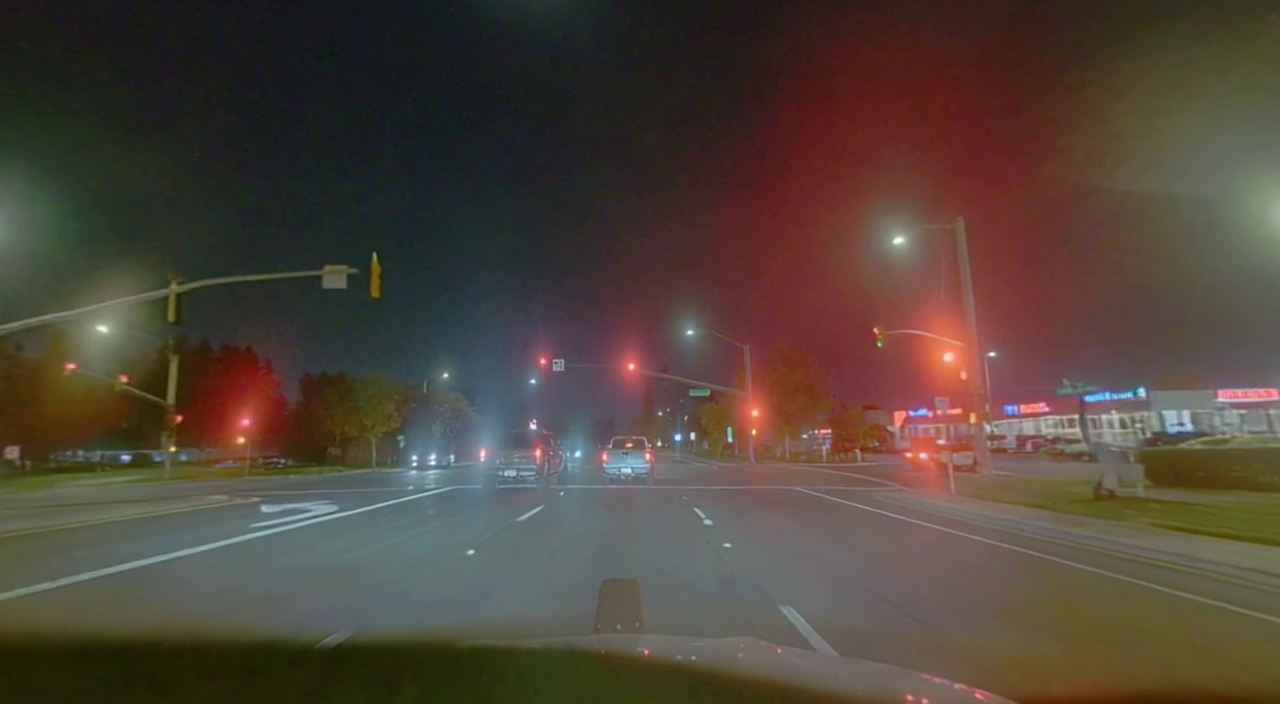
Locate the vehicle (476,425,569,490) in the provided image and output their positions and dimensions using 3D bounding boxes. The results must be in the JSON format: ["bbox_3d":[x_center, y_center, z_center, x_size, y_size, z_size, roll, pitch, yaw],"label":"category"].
[{"bbox_3d":[-3.978,3.710,22.552,2.252,1.999,5.605,0,-8,0],"label":"vehicle"}]

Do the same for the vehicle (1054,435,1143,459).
[{"bbox_3d":[31.519,6.526,43.542,4.527,1.513,2.067,-1,-8,-2],"label":"vehicle"}]

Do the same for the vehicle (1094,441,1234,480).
[{"bbox_3d":[21.674,4.484,26.228,4.317,1.430,1.782,-1,-8,-5],"label":"vehicle"}]

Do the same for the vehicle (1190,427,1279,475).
[{"bbox_3d":[26.708,4.095,26.560,5.039,1.877,2.076,-1,-8,0],"label":"vehicle"}]

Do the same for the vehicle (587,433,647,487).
[{"bbox_3d":[-0.790,3.972,23.570,2.061,1.809,4.141,0,-8,0],"label":"vehicle"}]

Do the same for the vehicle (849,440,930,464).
[{"bbox_3d":[18.740,7.539,47.624,5.209,1.743,2.081,0,-9,-1],"label":"vehicle"}]
